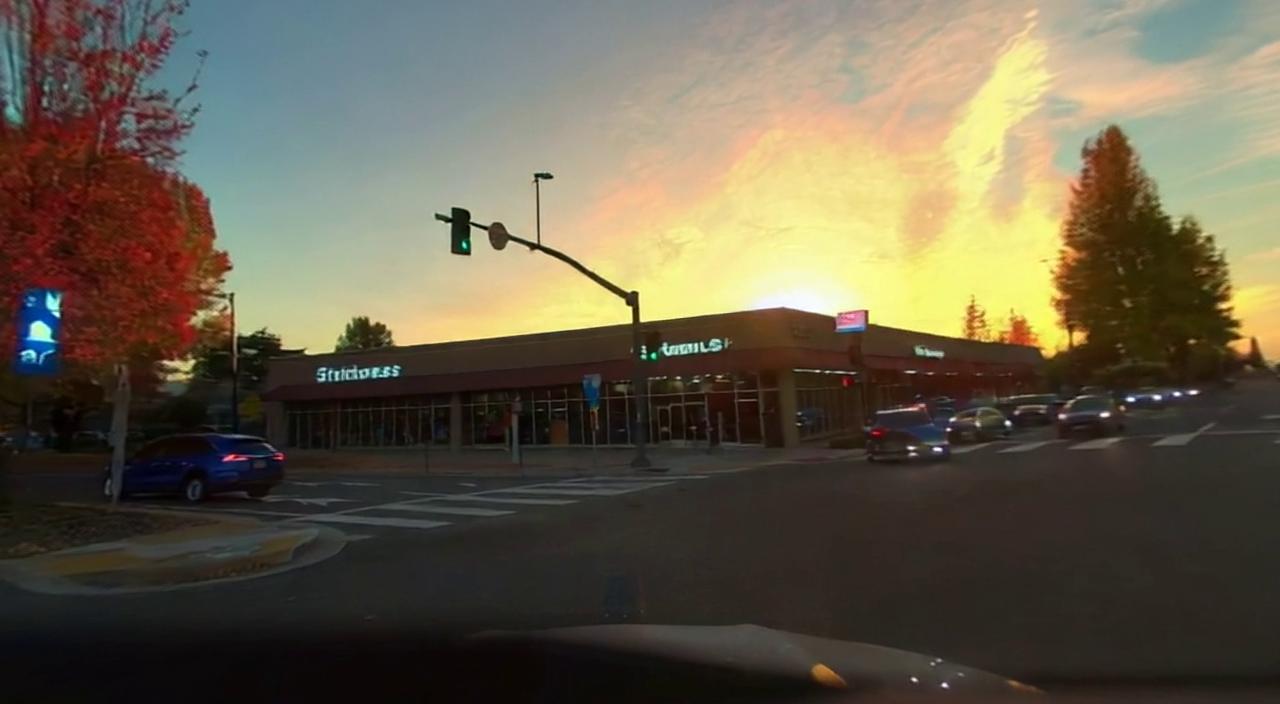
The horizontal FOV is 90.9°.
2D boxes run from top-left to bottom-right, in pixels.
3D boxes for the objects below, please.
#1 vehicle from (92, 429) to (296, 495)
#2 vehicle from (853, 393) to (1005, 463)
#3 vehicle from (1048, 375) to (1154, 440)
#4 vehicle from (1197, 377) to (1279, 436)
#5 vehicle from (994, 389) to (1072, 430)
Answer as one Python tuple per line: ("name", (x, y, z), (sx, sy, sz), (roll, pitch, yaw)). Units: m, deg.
("vehicle", (-13.505, 3.310, 19.215), (5.110, 1.814, 2.146), (-3, -7, 14))
("vehicle", (9.701, 2.420, 20.868), (5.787, 1.834, 2.524), (2, -7, -44))
("vehicle", (16.208, 2.020, 22.046), (2.331, 1.971, 4.946), (-7, -10, 41))
("vehicle", (19.757, 1.861, 20.749), (1.991, 1.688, 4.793), (-7, -10, 41))
("vehicle", (19.330, 2.878, 30.906), (2.247, 1.808, 4.945), (-7, -10, 42))
